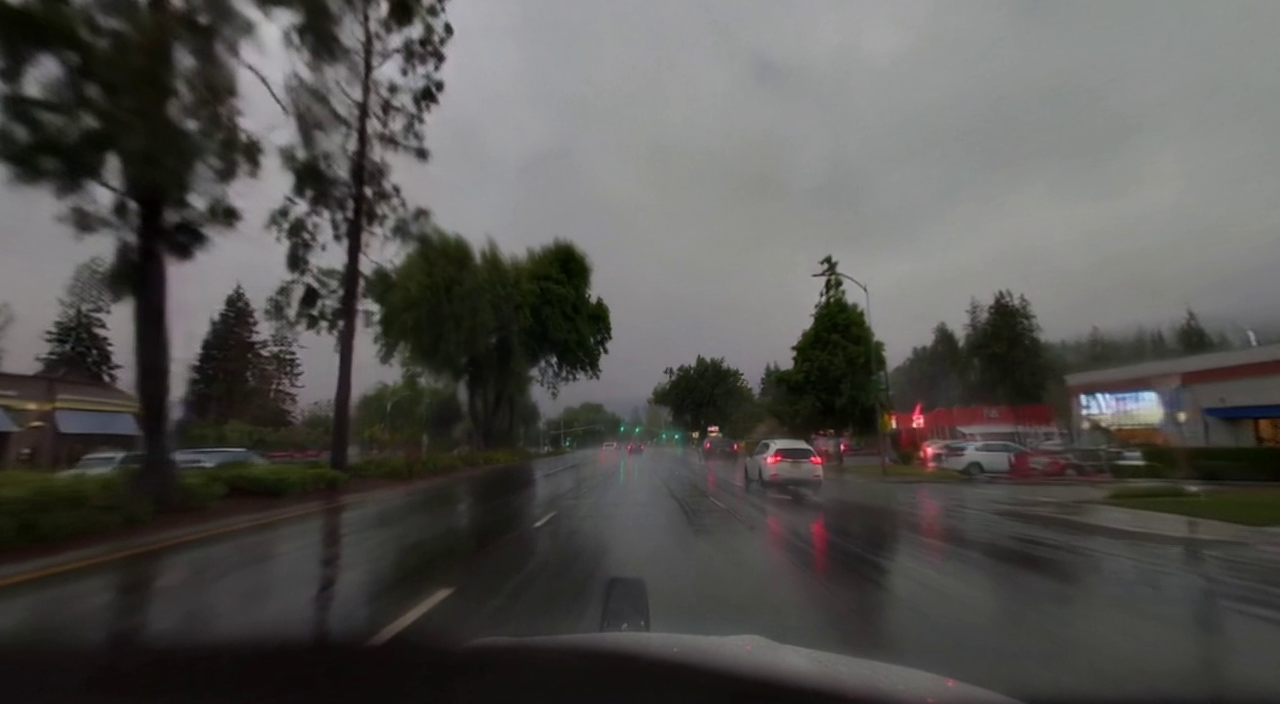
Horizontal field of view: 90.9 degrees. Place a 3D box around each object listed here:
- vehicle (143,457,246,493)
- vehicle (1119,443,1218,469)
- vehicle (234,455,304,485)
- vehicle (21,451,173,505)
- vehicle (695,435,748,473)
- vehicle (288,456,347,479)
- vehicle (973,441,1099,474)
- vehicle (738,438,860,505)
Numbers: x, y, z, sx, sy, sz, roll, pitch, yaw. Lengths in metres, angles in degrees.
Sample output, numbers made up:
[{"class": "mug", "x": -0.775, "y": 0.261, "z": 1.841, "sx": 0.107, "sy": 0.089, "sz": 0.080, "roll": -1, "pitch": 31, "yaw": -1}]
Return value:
[{"class": "vehicle", "x": -22.700, "y": 6.243, "z": 32.410, "sx": 1.833, "sy": 1.534, "sz": 4.821, "roll": -1, "pitch": -8, "yaw": -1}, {"class": "vehicle", "x": 31.627, "y": 6.235, "z": 37.794, "sx": 4.343, "sy": 1.469, "sz": 1.877, "roll": 1, "pitch": -9, "yaw": -3}, {"class": "vehicle", "x": -22.790, "y": 7.236, "z": 38.913, "sx": 1.822, "sy": 1.551, "sz": 4.295, "roll": -3, "pitch": -8, "yaw": 0}, {"class": "vehicle", "x": -22.422, "y": 5.161, "z": 26.397, "sx": 2.058, "sy": 1.837, "sz": 4.990, "roll": -3, "pitch": -8, "yaw": -2}, {"class": "vehicle", "x": 4.404, "y": 5.588, "z": 34.798, "sx": 2.140, "sy": 1.921, "sz": 4.431, "roll": 0, "pitch": -8, "yaw": -2}, {"class": "vehicle", "x": -22.780, "y": 8.156, "z": 44.730, "sx": 1.804, "sy": 1.460, "sz": 4.515, "roll": 0, "pitch": -8, "yaw": 1}, {"class": "vehicle", "x": 18.378, "y": 4.904, "z": 29.424, "sx": 4.502, "sy": 1.459, "sz": 2.082, "roll": 0, "pitch": -8, "yaw": -2}, {"class": "vehicle", "x": 3.892, "y": 2.989, "z": 16.257, "sx": 1.916, "sy": 1.459, "sz": 4.335, "roll": 0, "pitch": -8, "yaw": -2}]
